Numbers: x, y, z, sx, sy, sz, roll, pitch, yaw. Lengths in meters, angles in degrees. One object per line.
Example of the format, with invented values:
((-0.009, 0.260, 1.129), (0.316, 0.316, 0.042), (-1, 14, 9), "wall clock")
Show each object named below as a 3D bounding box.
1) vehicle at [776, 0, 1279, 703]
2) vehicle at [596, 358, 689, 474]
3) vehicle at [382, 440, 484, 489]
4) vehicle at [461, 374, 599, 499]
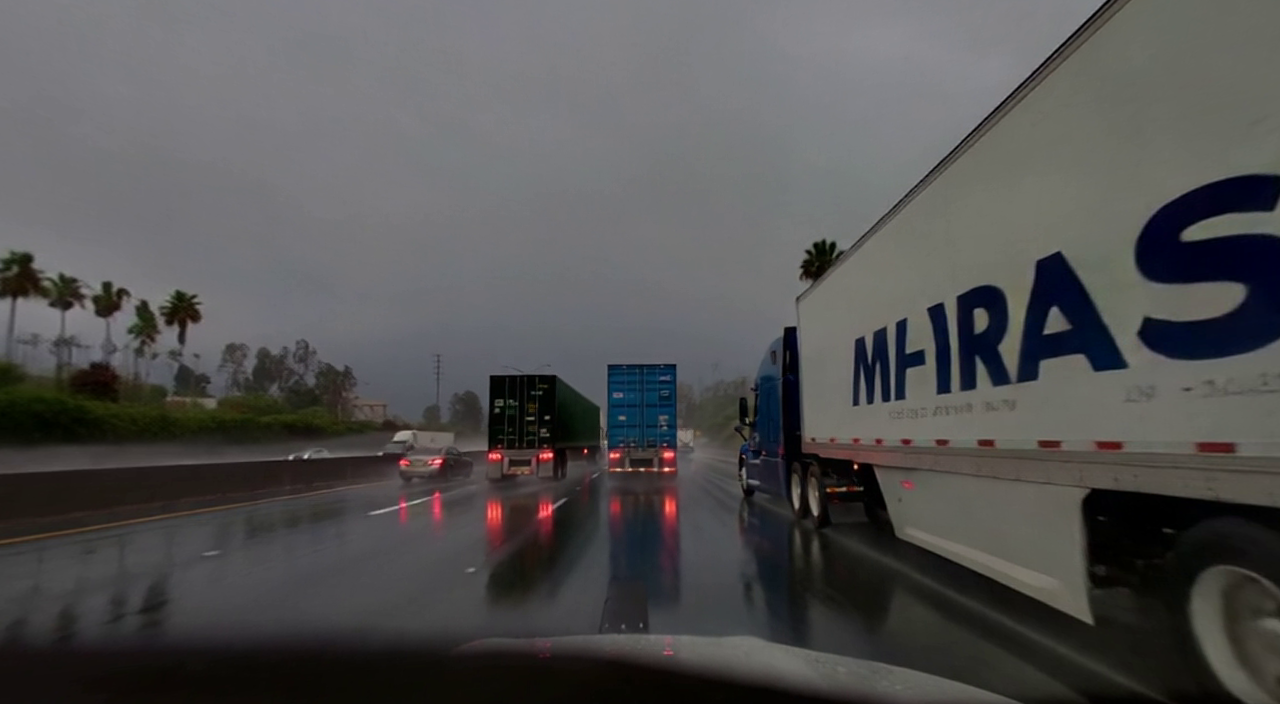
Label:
((4.360, 0.201, 6.491), (2.887, 4.178, 14.553), (0, -8, 1), "vehicle")
((0.132, 3.519, 30.179), (3.097, 3.856, 18.209), (0, -9, 0), "vehicle")
((-6.799, 3.724, 21.267), (1.916, 1.465, 4.451), (0, -8, 0), "vehicle")
((-3.210, 2.968, 21.905), (2.786, 3.228, 11.082), (0, -8, 0), "vehicle")
